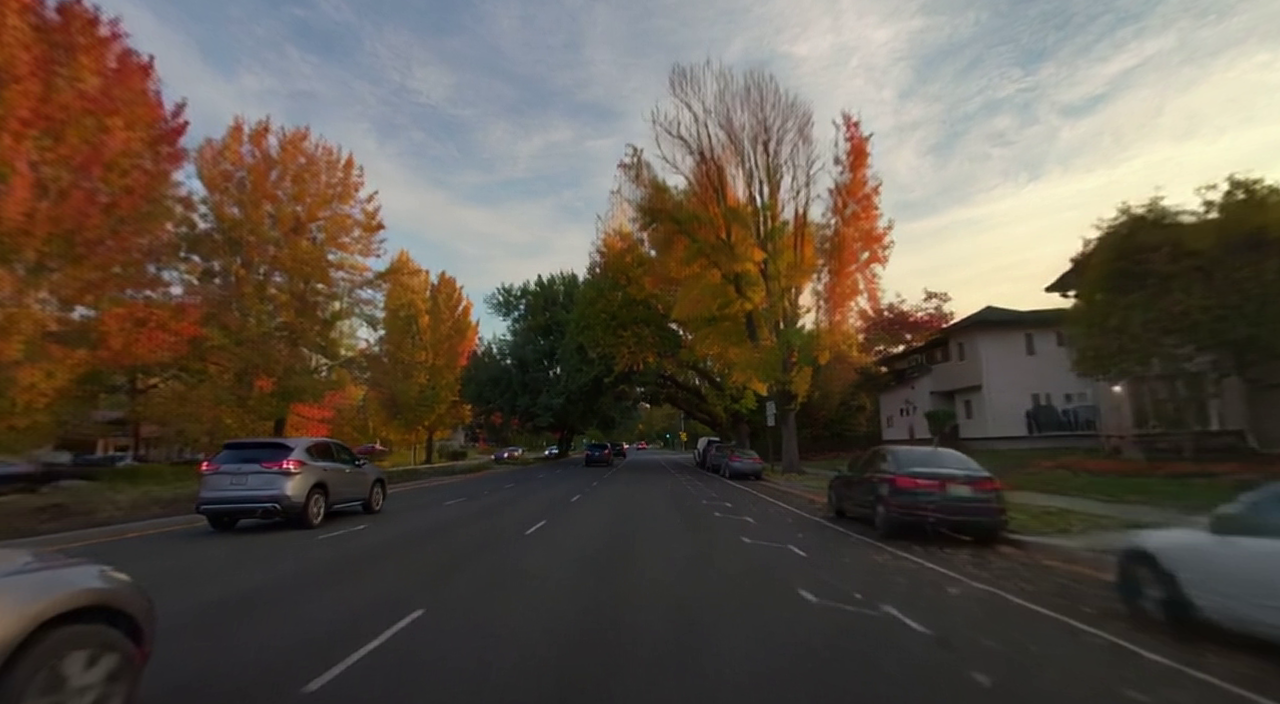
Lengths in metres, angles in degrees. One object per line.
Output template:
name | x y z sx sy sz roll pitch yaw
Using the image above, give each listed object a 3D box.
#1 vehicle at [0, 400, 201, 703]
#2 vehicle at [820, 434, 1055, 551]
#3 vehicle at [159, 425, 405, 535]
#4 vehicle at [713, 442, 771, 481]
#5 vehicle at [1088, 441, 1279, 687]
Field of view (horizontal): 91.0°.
vehicle | -3.143 0.694 0.741 1.982 1.478 4.465 0 -9 1
vehicle | 4.819 2.320 11.115 1.934 1.612 4.477 0 -9 0
vehicle | -6.506 2.368 12.237 2.034 1.711 4.512 0 -9 1
vehicle | 4.739 5.164 29.953 1.950 1.668 4.414 0 -9 -1
vehicle | 4.726 1.171 3.127 1.824 1.453 4.374 0 -9 1
